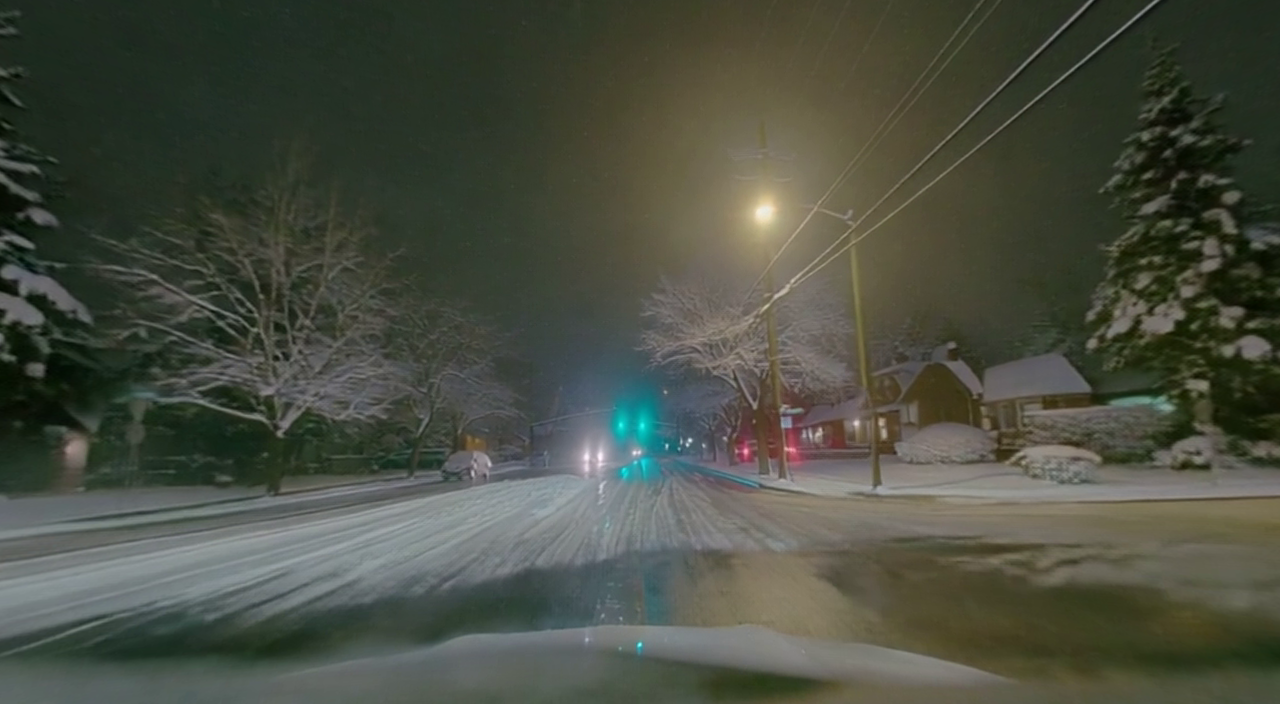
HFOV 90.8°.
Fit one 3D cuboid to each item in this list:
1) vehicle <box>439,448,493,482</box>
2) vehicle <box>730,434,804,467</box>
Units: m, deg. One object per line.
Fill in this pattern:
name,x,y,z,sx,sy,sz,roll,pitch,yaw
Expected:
vehicle,-10.999,7.137,40.306,2.024,1.795,5.054,-6,-9,-2
vehicle,9.941,7.645,49.353,5.565,2.036,1.907,-1,-5,-26
